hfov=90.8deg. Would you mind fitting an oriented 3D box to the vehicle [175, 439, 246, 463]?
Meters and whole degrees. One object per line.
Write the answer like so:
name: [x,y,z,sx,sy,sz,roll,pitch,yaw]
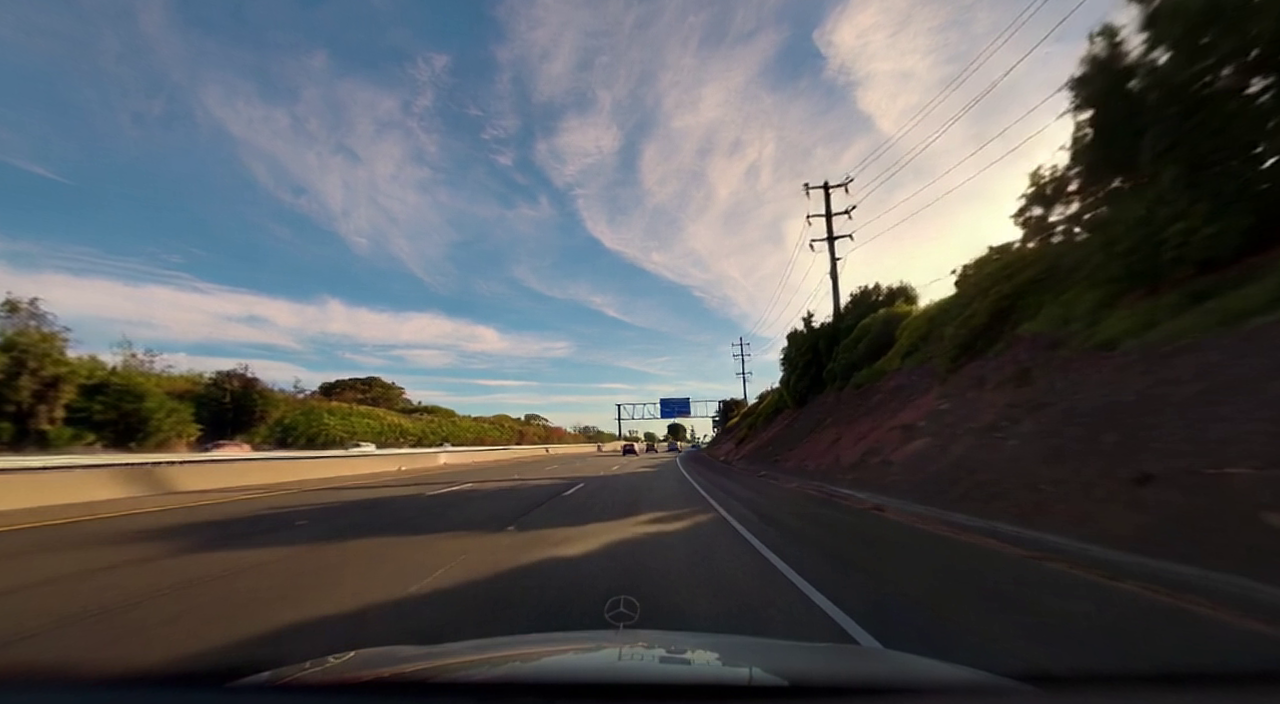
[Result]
vehicle: [-31.122,7.208,45.928,1.860,1.648,4.477,-1,-9,2]
